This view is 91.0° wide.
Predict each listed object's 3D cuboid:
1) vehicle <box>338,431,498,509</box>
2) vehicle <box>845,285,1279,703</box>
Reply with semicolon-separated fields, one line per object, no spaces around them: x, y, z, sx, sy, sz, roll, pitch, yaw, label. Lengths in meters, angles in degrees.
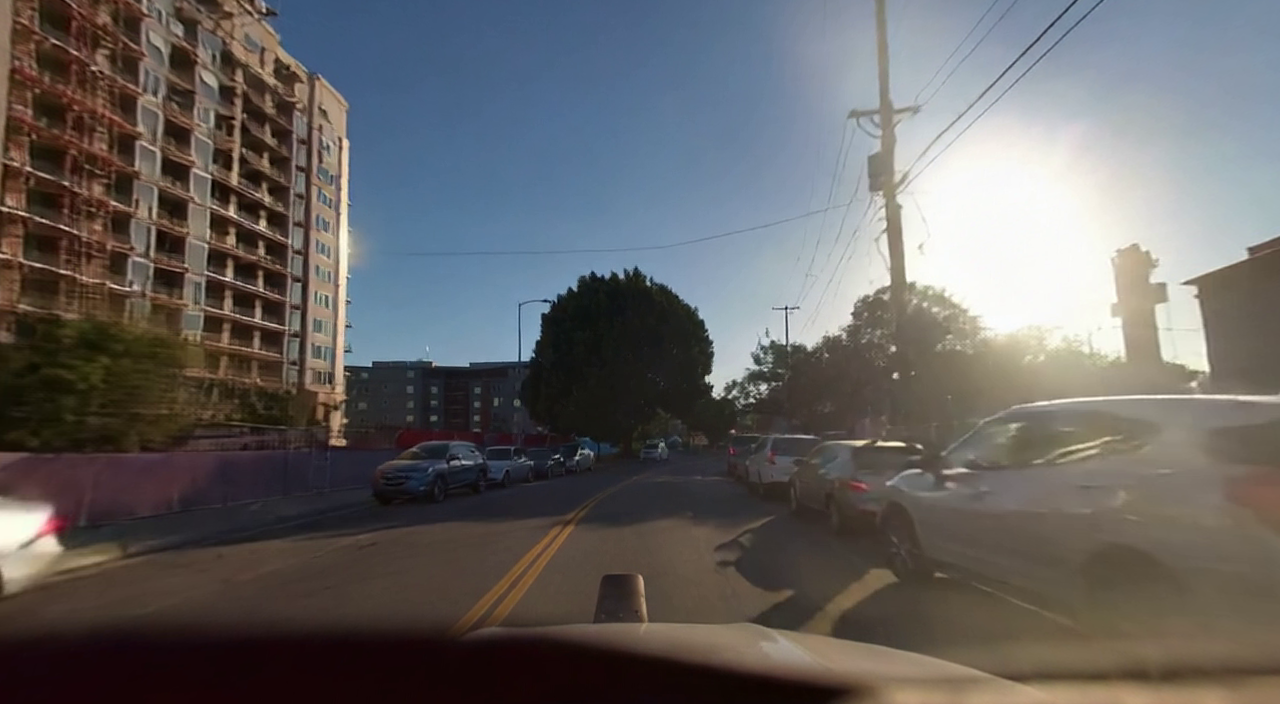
-6.043;3.293;18.160;2.194;1.861;5.725;-1;-9;4;vehicle
3.145;0.995;3.990;2.000;1.871;4.797;0;-9;-1;vehicle
